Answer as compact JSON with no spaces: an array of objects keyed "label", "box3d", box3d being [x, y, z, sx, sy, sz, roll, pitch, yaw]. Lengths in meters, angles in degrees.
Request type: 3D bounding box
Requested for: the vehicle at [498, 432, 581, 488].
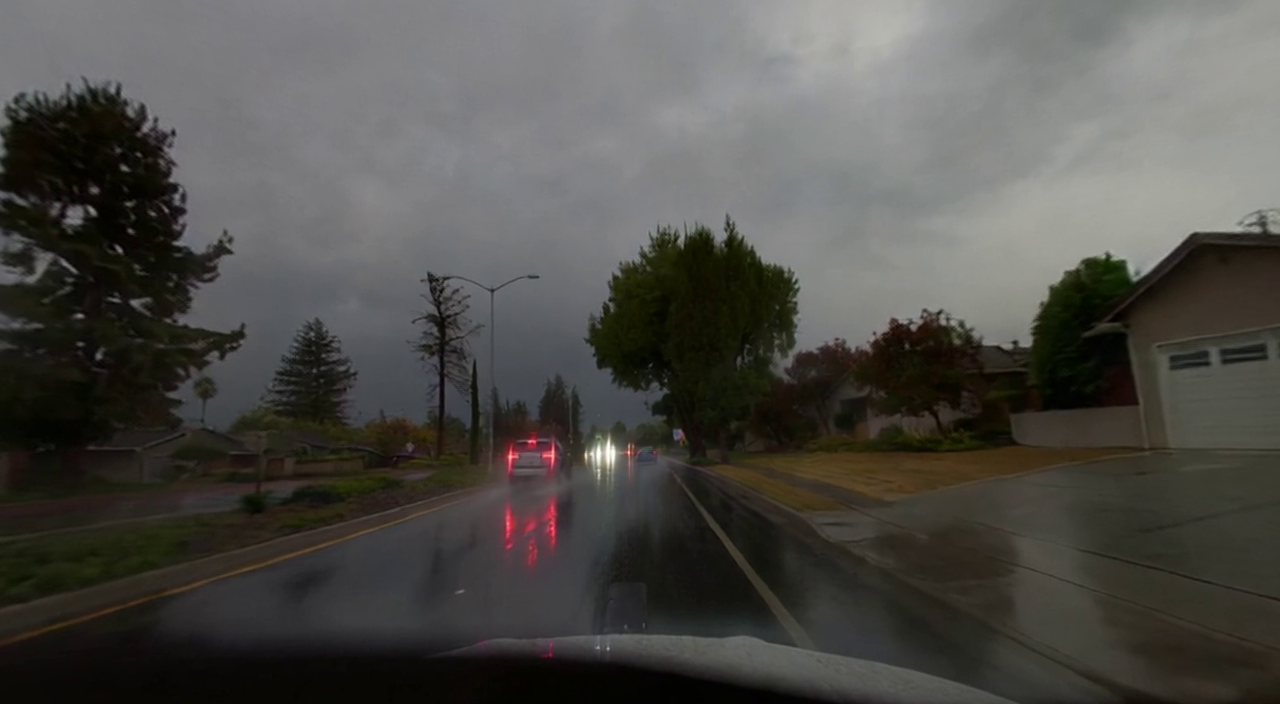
[{"label":"vehicle","box3d":[-3.396,3.736,22.158,2.073,1.770,4.302,0,-8,2]}]
